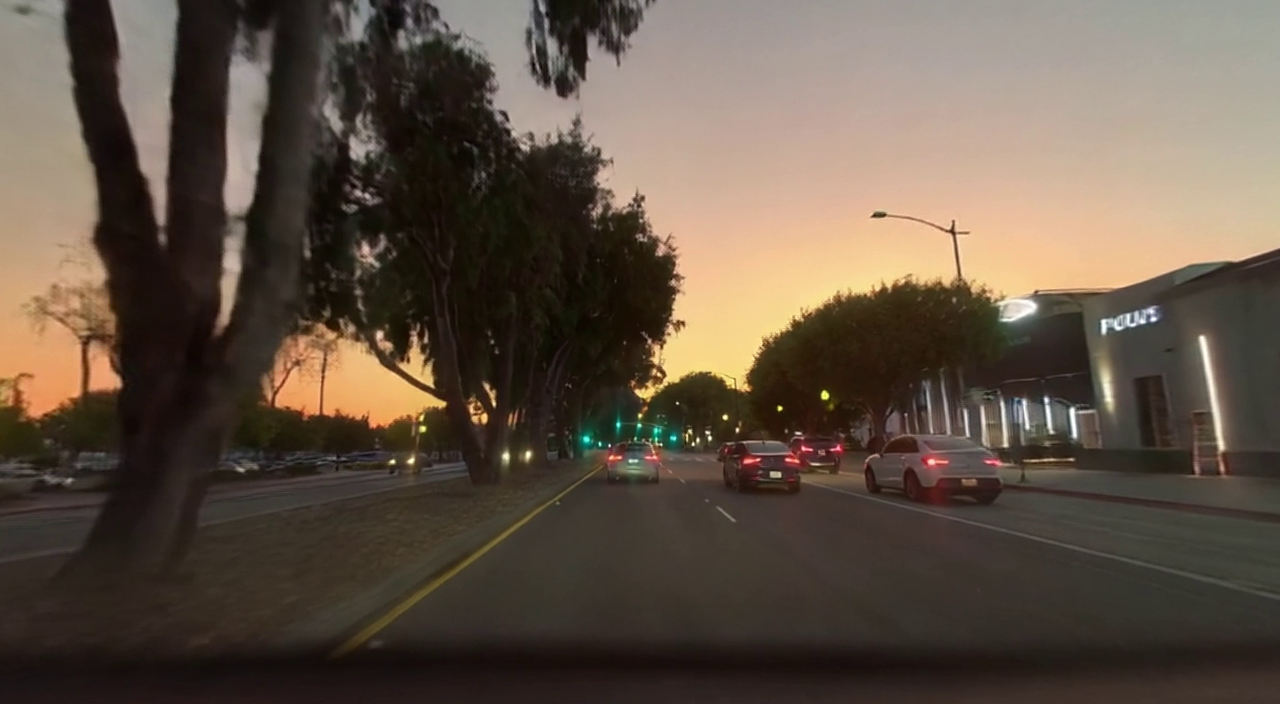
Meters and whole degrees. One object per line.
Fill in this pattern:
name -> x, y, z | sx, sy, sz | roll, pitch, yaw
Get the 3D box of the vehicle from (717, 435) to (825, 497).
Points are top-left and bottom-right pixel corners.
vehicle -> 3.431, 3.068, 17.383 | 1.993, 1.477, 4.240 | 0, -9, -1

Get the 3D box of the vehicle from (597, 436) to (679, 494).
vehicle -> -0.091, 3.186, 18.227 | 2.101, 1.444, 4.248 | 0, -9, -1

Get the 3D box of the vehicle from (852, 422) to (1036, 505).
vehicle -> 7.186, 2.701, 15.664 | 2.052, 1.708, 4.842 | 0, -9, -1
